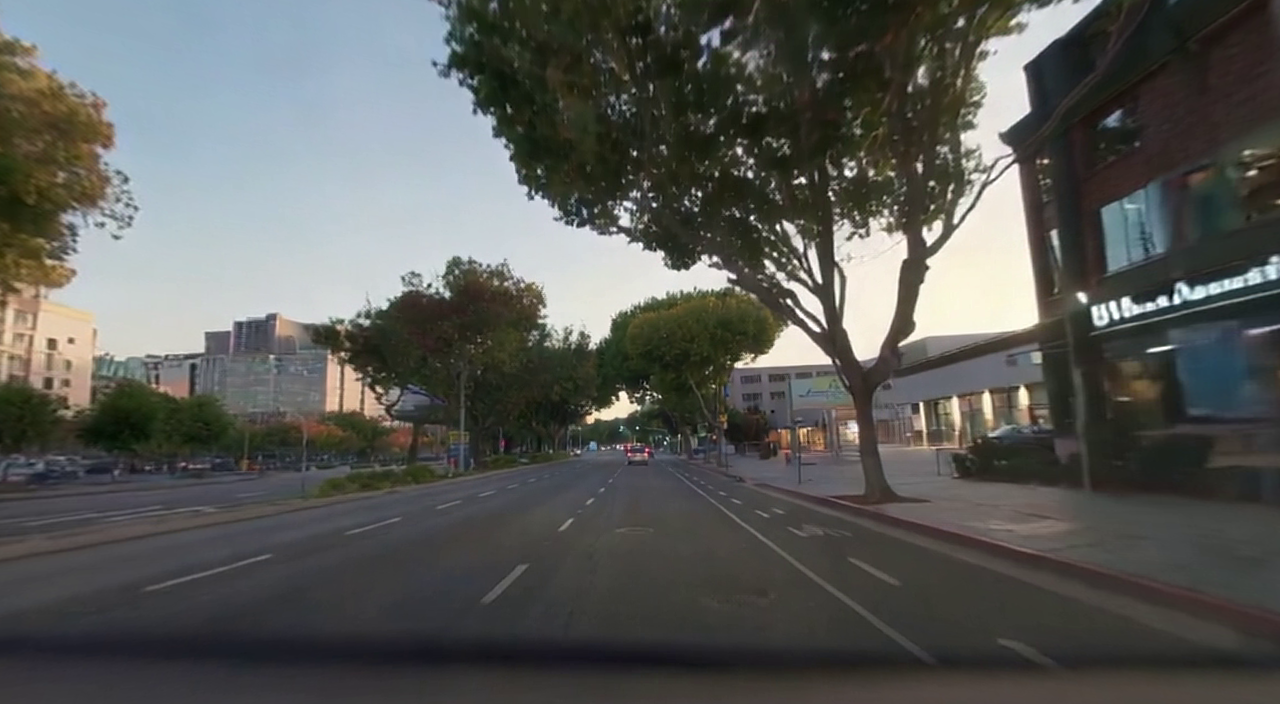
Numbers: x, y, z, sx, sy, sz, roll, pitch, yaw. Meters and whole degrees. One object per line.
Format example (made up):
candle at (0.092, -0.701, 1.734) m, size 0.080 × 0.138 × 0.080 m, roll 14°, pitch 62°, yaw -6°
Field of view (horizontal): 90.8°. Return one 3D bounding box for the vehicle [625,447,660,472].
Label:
vehicle at (0.128, 6.805, 40.072) m, size 2.115 × 1.461 × 3.976 m, roll -1°, pitch -10°, yaw -1°
